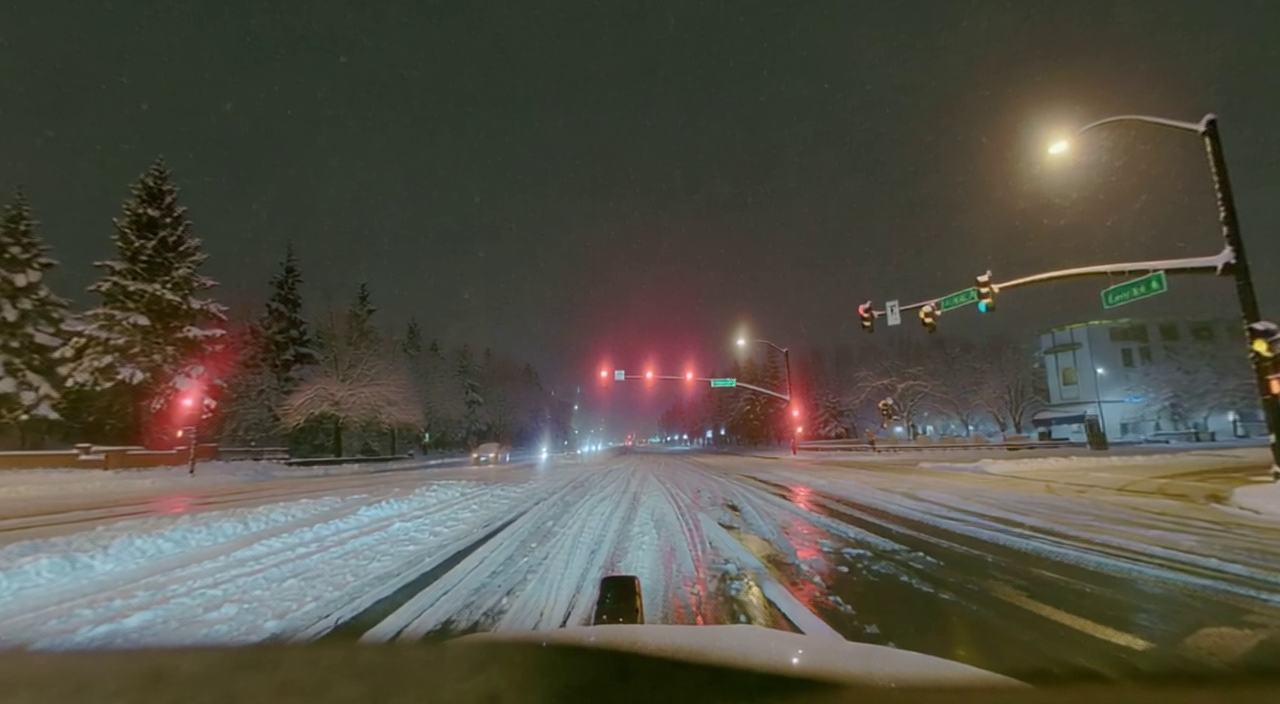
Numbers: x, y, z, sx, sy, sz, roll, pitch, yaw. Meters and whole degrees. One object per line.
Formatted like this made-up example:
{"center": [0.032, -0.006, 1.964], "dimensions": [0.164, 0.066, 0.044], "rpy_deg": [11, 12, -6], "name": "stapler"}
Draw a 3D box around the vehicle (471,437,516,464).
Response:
{"center": [-9.735, 6.615, 42.365], "dimensions": [1.988, 1.692, 4.412], "rpy_deg": [0, -8, 0], "name": "vehicle"}
